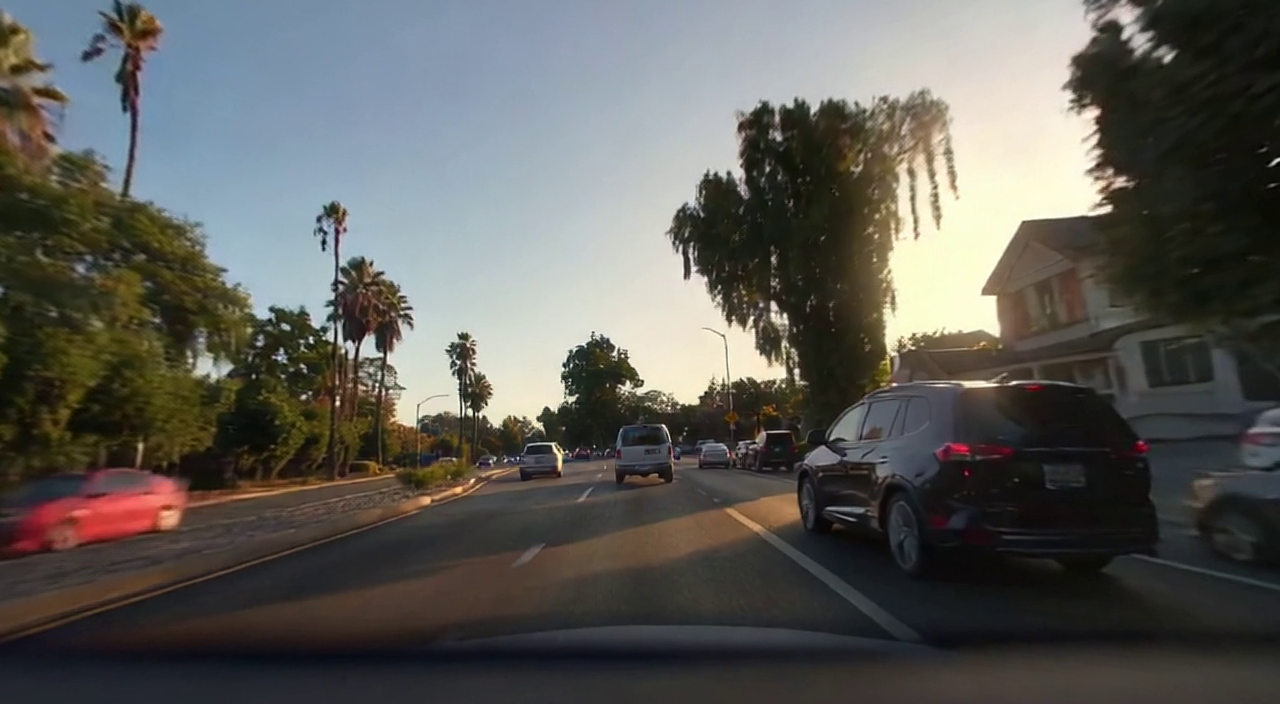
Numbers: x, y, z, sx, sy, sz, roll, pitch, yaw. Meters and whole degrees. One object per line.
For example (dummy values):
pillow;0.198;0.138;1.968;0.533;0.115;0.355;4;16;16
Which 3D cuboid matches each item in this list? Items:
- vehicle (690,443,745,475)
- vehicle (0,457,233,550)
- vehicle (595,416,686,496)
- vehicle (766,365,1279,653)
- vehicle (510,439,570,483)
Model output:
vehicle;3.669;5.176;30.617;2.178;1.411;4.732;-1;-9;1
vehicle;-11.739;3.247;14.154;2.068;1.630;4.650;0;-9;-1
vehicle;-0.192;3.330;20.409;2.507;2.161;6.049;0;-9;-4
vehicle;3.463;1.464;7.215;2.576;1.815;6.267;0;-9;-1
vehicle;-4.211;4.677;27.168;2.235;1.682;4.662;0;-9;-5
